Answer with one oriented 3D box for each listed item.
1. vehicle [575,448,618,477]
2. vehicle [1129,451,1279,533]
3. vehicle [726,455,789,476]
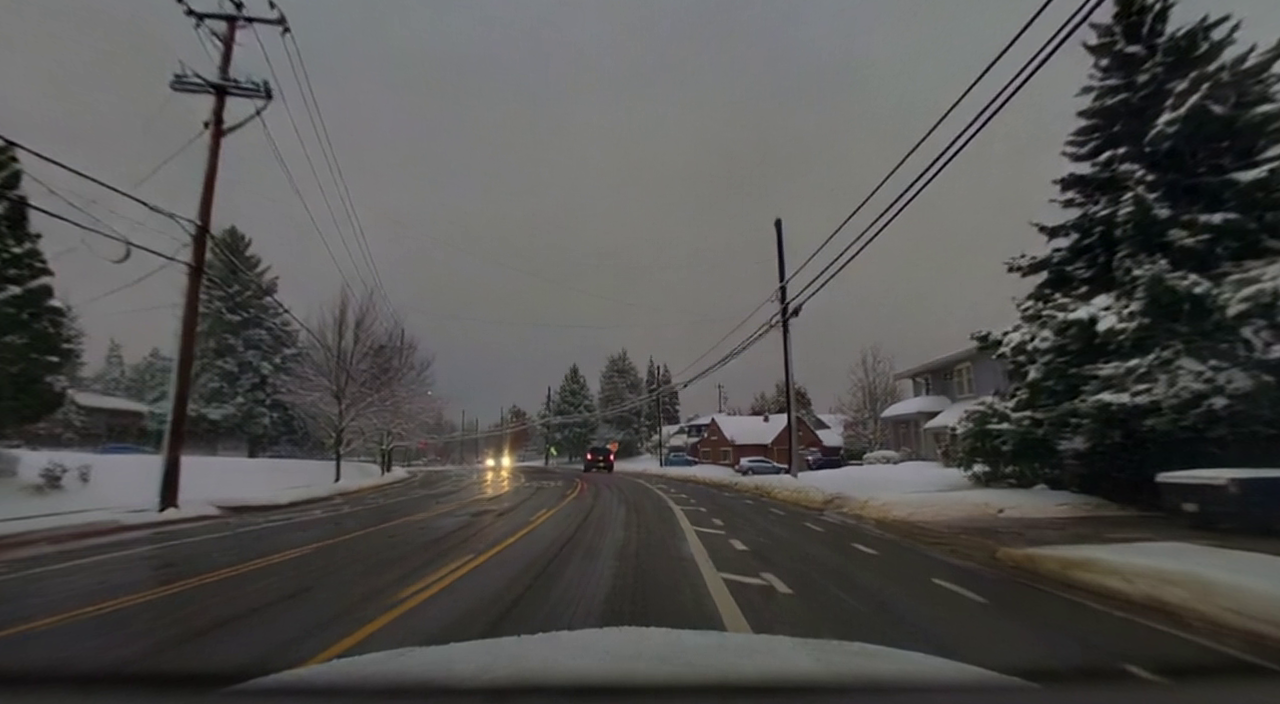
[{"bbox_3d":[-3.116,7.694,44.228,2.284,1.741,4.702,4,-8,-11],"label":"vehicle"},{"bbox_3d":[12.209,2.672,12.201,3.959,1.382,1.906,1,-13,-7],"label":"vehicle"},{"bbox_3d":[9.146,8.815,49.093,4.383,1.508,1.884,1,-8,-10],"label":"vehicle"}]
